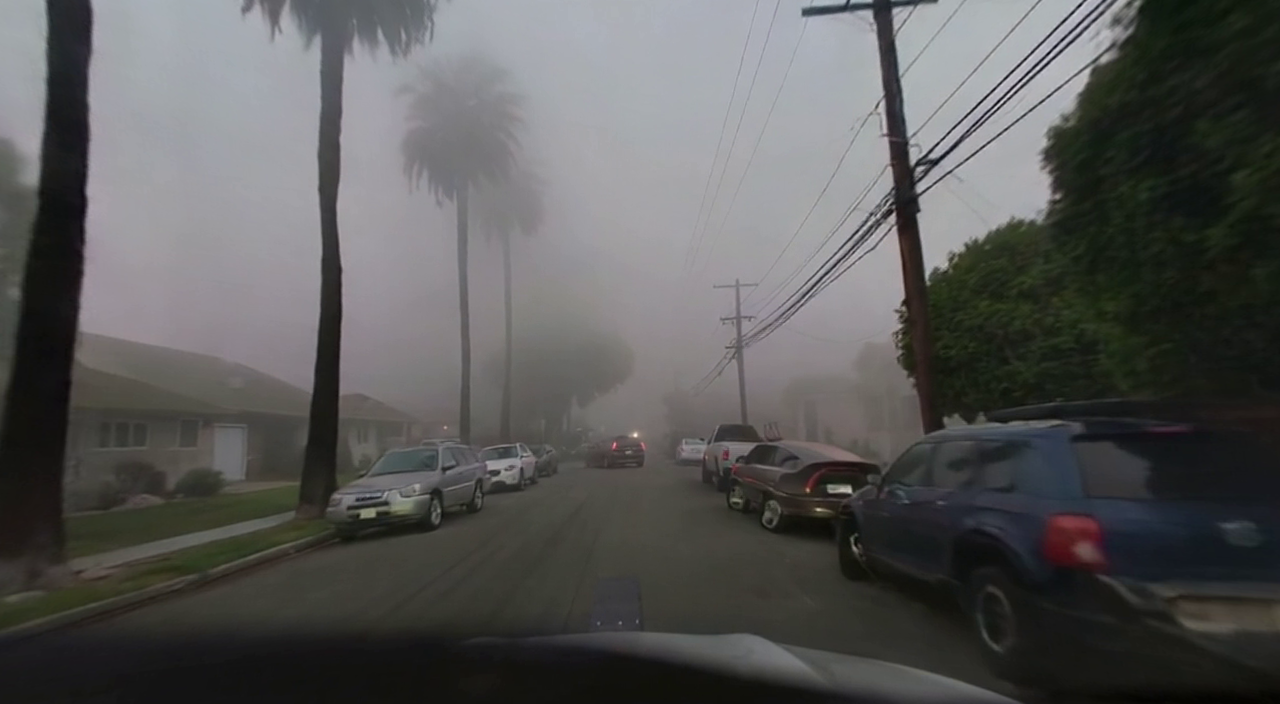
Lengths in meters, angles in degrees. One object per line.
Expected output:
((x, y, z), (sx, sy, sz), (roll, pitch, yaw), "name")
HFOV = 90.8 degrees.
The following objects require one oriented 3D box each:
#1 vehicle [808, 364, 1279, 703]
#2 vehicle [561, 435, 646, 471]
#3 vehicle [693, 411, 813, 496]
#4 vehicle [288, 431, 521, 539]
((2.903, 1.173, 4.595), (2.060, 1.614, 4.652), (-1, -8, 0), "vehicle")
((-1.782, 4.646, 29.314), (2.081, 1.483, 4.599), (4, -9, -30), "vehicle")
((2.923, 2.814, 17.796), (2.292, 1.981, 5.277), (0, -8, -1), "vehicle")
((-3.965, 2.341, 11.966), (2.130, 1.543, 5.386), (-1, -8, 3), "vehicle")
